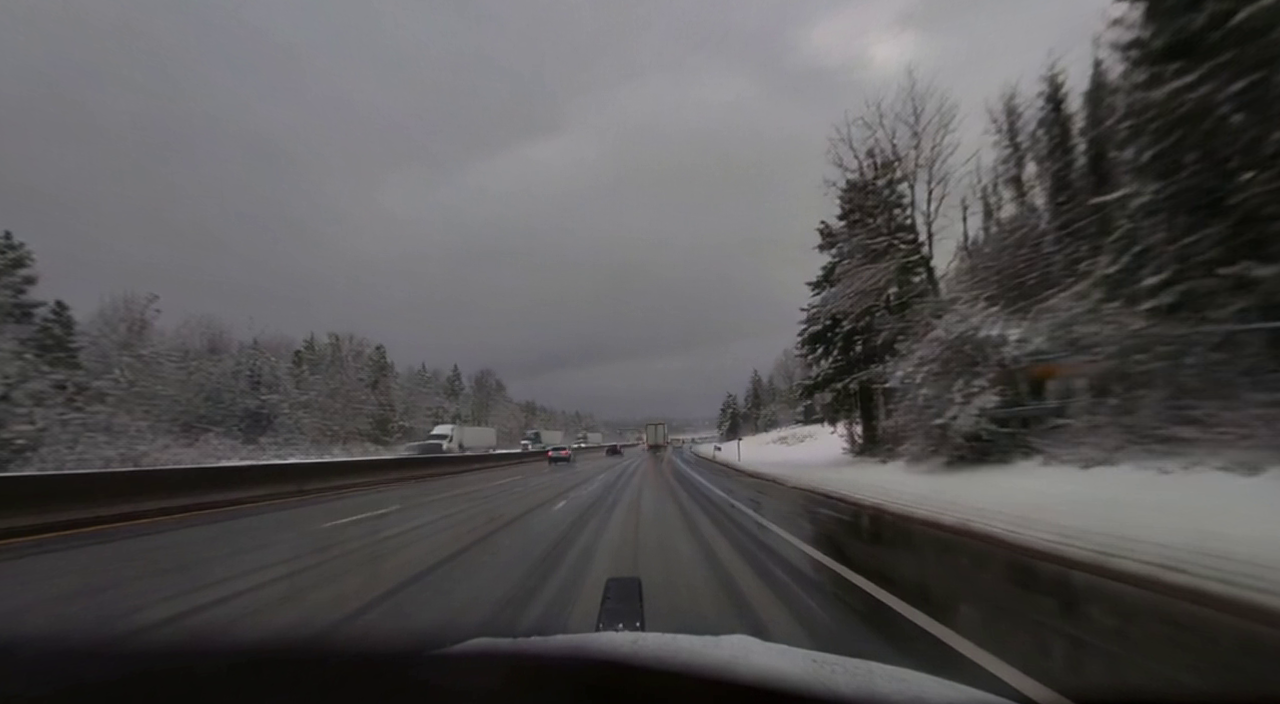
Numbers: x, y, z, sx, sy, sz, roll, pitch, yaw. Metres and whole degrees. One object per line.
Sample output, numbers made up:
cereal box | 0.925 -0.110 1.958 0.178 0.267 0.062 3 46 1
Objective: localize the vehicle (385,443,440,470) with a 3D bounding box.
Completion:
vehicle | -16.040 7.417 44.810 2.073 1.803 4.751 0 -9 0
